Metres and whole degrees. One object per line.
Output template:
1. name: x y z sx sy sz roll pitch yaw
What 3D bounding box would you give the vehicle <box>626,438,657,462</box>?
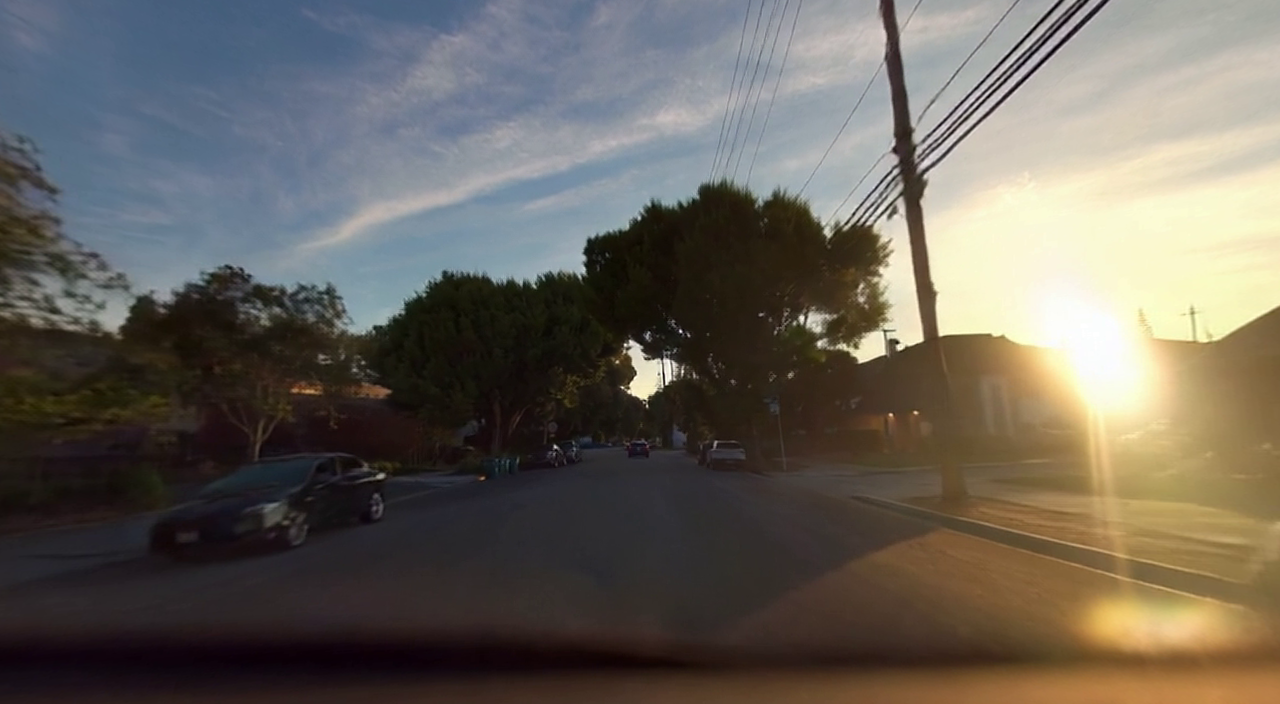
1. vehicle: 0.081 6.764 43.605 2.062 1.509 4.305 0 -8 -1

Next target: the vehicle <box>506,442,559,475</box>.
1. vehicle: -5.984 5.967 35.806 2.094 1.433 5.740 -4 -7 -2

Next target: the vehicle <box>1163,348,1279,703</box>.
1. vehicle: 3.842 0.600 1.088 2.108 1.719 4.339 0 -8 0

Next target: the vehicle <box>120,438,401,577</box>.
1. vehicle: -5.958 2.388 10.843 1.769 1.572 4.990 -4 -6 0

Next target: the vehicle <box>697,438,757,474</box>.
1. vehicle: 4.081 4.927 30.366 2.144 1.572 5.026 0 -8 0
